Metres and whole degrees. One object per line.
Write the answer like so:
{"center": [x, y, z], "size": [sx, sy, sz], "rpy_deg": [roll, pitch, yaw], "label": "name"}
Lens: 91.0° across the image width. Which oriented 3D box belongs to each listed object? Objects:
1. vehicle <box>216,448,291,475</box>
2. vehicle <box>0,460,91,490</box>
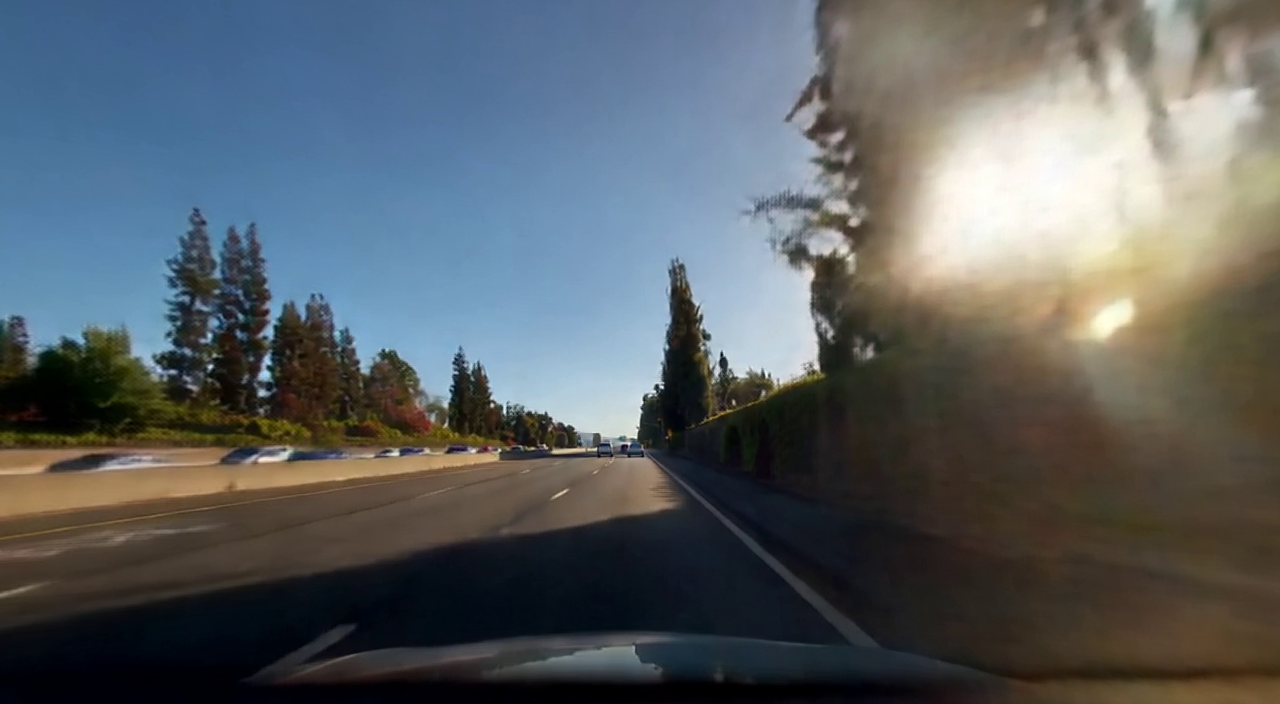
{"center": [-26.143, 7.395, 42.803], "size": [2.050, 1.749, 4.770], "rpy_deg": [0, -9, 1], "label": "vehicle"}
{"center": [-33.360, 6.753, 34.919], "size": [1.804, 1.475, 4.380], "rpy_deg": [0, -9, 0], "label": "vehicle"}
